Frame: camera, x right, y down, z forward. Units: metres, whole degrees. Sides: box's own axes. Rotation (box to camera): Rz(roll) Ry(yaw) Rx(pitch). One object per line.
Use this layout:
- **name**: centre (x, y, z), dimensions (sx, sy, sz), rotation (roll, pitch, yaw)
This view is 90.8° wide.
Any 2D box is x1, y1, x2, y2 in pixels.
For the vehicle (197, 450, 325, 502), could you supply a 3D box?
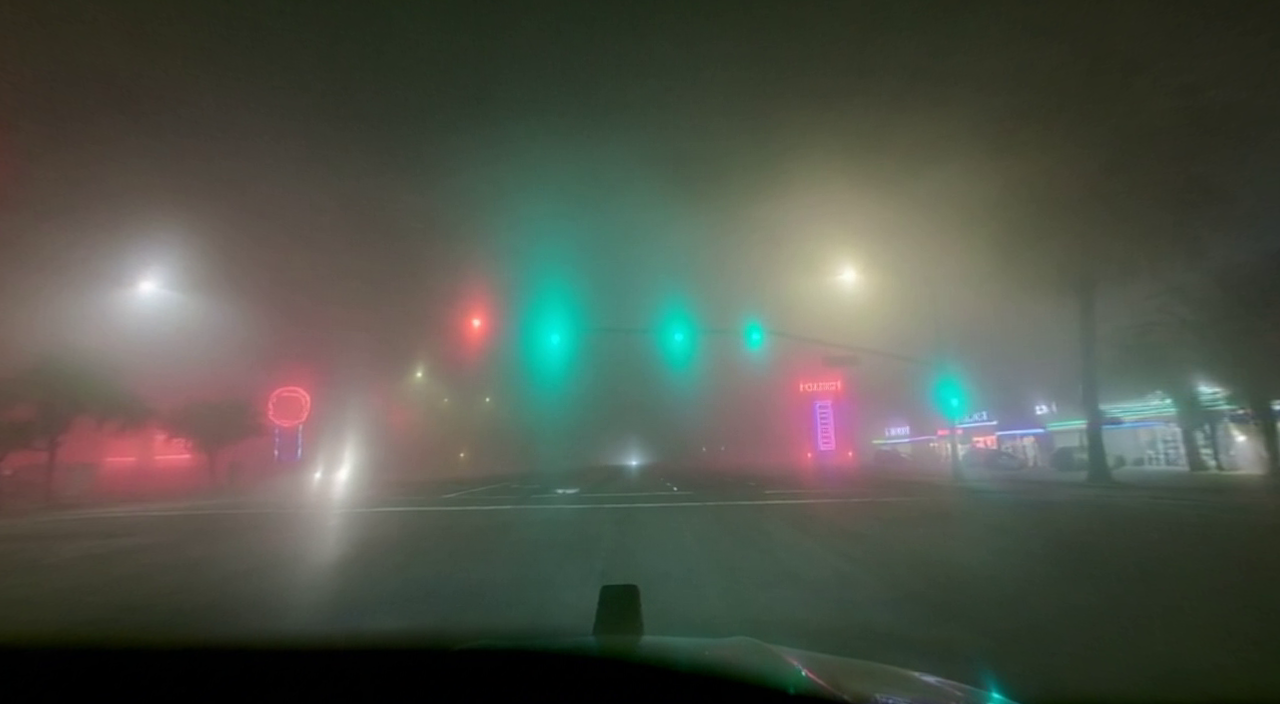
- **vehicle**: centre (-14.541, 4.737, 24.669), dimensions (1.976, 1.758, 4.986), rotation (0, -9, -1)

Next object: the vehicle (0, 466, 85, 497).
- **vehicle**: centre (-35.272, 7.489, 36.796), dimensions (1.906, 1.528, 4.535), rotation (0, -9, -2)

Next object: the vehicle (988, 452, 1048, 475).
- **vehicle**: centre (23.517, 6.940, 39.299), dimensions (3.142, 1.270, 1.464), rotation (2, -9, -21)

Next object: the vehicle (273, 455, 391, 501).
- **vehicle**: centre (-11.242, 4.605, 23.487), dimensions (2.019, 1.434, 4.622), rotation (0, -9, 0)

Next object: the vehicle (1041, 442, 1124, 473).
- **vehicle**: centre (24.506, 5.852, 35.014), dimensions (3.381, 1.424, 2.059), rotation (0, -12, -23)

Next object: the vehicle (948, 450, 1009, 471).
- **vehicle**: centre (22.597, 7.225, 42.161), dimensions (3.280, 1.344, 1.518), rotation (2, -9, -12)
